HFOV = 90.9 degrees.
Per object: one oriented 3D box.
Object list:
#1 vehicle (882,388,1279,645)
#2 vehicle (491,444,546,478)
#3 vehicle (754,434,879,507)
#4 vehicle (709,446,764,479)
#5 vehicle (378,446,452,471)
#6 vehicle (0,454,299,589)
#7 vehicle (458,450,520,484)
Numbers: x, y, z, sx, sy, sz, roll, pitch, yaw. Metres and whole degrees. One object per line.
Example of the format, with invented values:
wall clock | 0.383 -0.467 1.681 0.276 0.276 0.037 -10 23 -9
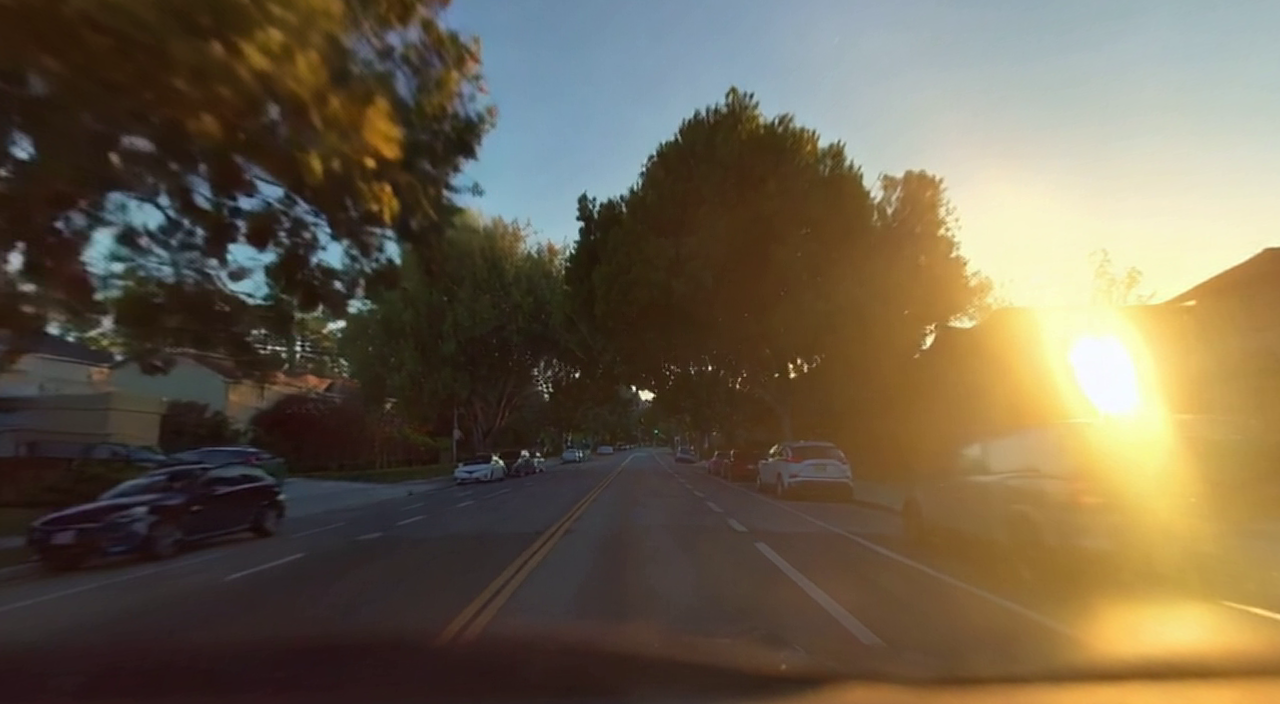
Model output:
vehicle | 4.485 1.500 6.837 2.089 1.831 4.492 -1 -8 3
vehicle | -7.102 6.382 37.391 2.218 1.807 5.032 -1 -8 1
vehicle | 4.684 3.204 17.630 2.137 1.747 4.797 0 -8 1
vehicle | 4.634 5.350 30.888 2.048 1.469 4.673 0 -8 1
vehicle | -16.287 7.713 45.820 4.619 1.708 2.087 0 -8 -1
vehicle | -7.453 2.366 9.710 1.903 1.463 4.526 -1 -8 0
vehicle | -7.465 5.691 31.532 1.971 1.479 4.307 -1 -8 1
